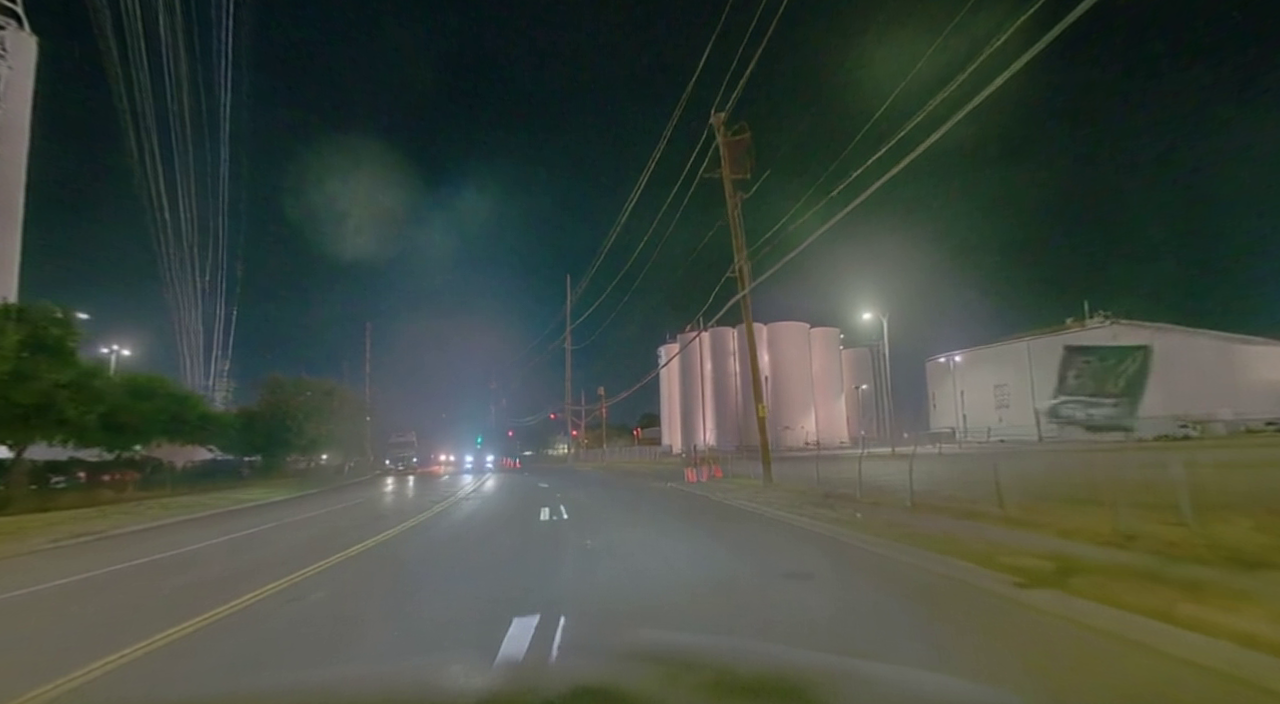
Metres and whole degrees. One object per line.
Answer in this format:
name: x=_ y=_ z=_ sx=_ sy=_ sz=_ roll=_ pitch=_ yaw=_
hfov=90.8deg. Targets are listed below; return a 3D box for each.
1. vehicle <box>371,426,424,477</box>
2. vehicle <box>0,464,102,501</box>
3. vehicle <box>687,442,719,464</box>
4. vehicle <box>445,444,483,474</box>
vehicle: x=-16.486 y=6.835 z=43.349 sx=2.905 sy=3.133 sz=7.675 roll=3 pitch=-9 yaw=-18
vehicle: x=-26.128 y=5.580 z=27.120 sx=4.184 sy=1.411 sz=1.855 roll=0 pitch=-9 yaw=-5
vehicle: x=4.584 y=7.453 z=46.586 sx=1.829 sy=1.487 sz=4.352 roll=0 pitch=-9 yaw=-1
vehicle: x=-11.242 y=6.754 z=40.175 sx=2.079 sy=1.770 sz=4.684 roll=2 pitch=-9 yaw=-18
